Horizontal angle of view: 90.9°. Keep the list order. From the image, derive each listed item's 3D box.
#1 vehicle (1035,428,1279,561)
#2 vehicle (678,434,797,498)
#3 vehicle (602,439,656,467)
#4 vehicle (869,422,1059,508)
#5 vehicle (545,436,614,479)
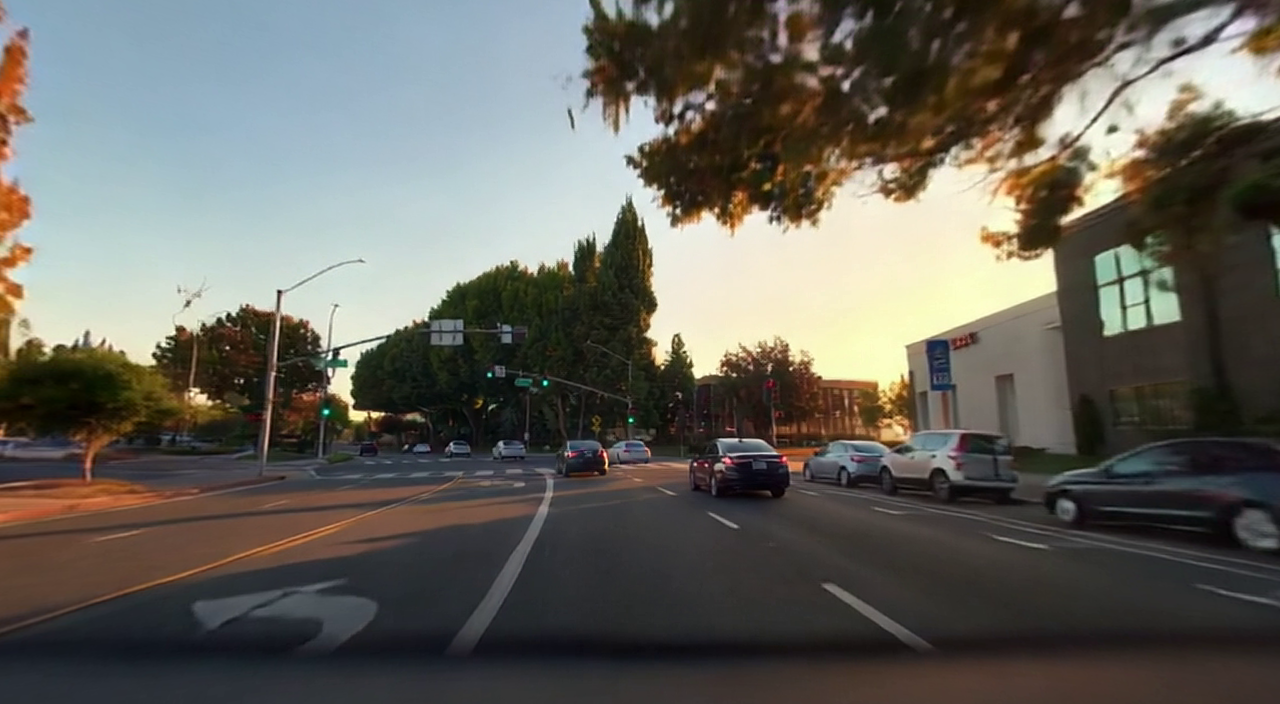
[{"bbox_3d":[7.781,1.766,8.336,1.903,1.432,4.514,1,-8,-5],"label":"vehicle"},{"bbox_3d":[2.447,3.010,17.107,1.984,1.476,4.488,1,-8,-8],"label":"vehicle"},{"bbox_3d":[-0.700,5.584,35.033,1.957,1.463,4.701,2,-9,-14],"label":"vehicle"},{"bbox_3d":[7.067,2.492,14.339,1.825,1.646,4.070,1,-8,-6],"label":"vehicle"},{"bbox_3d":[-2.566,4.232,25.557,2.308,1.535,4.811,2,-9,-11],"label":"vehicle"}]
